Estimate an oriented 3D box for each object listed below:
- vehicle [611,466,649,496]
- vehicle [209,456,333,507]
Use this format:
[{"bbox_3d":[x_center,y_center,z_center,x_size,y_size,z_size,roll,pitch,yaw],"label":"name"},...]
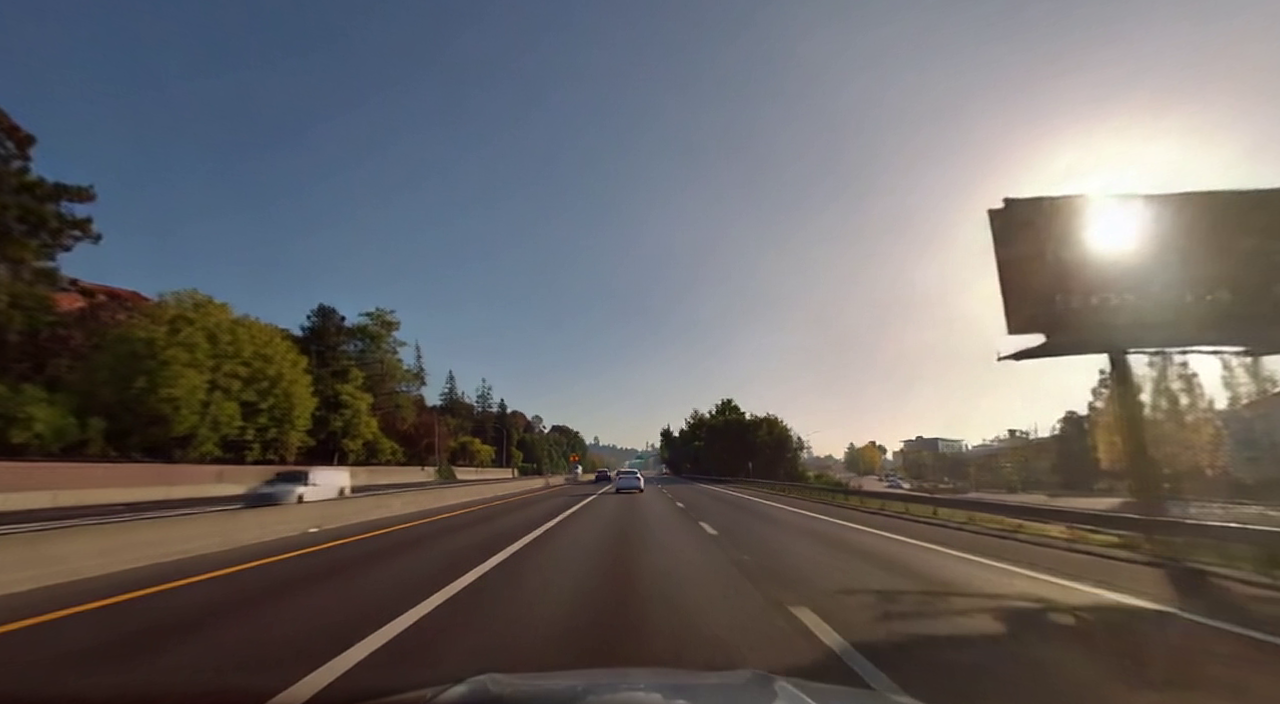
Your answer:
[{"bbox_3d":[-0.525,7.263,35.645,2.016,1.530,4.009,1,-11,0],"label":"vehicle"},{"bbox_3d":[-16.237,5.720,28.165,2.389,1.999,4.977,1,-11,1],"label":"vehicle"}]
